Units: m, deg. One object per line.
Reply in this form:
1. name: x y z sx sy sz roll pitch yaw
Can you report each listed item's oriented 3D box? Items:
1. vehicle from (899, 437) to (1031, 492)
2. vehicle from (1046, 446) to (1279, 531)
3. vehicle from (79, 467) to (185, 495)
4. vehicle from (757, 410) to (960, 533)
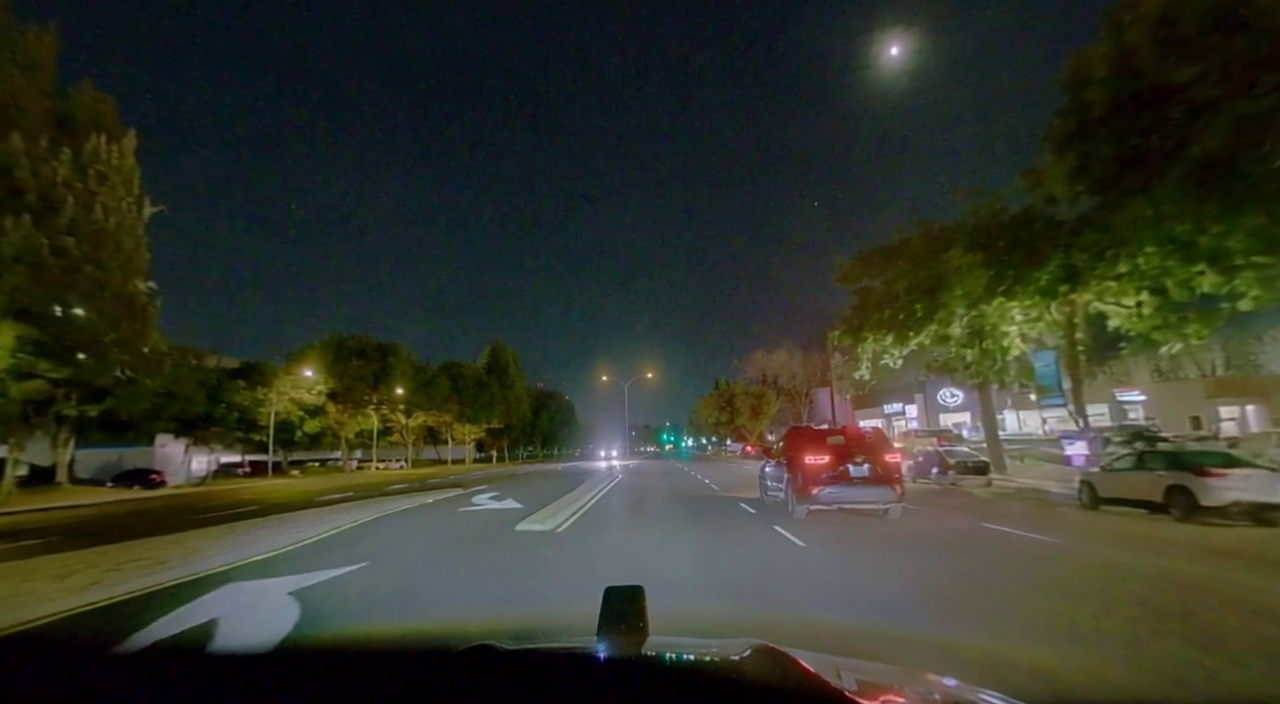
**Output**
1. vehicle: 10.968 3.799 21.719 2.154 1.678 4.428 0 -9 0
2. vehicle: 10.925 2.715 13.279 1.821 1.463 4.437 0 -8 1
3. vehicle: -29.448 7.466 36.634 4.483 1.480 2.045 -1 -9 4
4. vehicle: 3.711 2.139 11.808 2.183 1.845 4.482 0 -8 0
